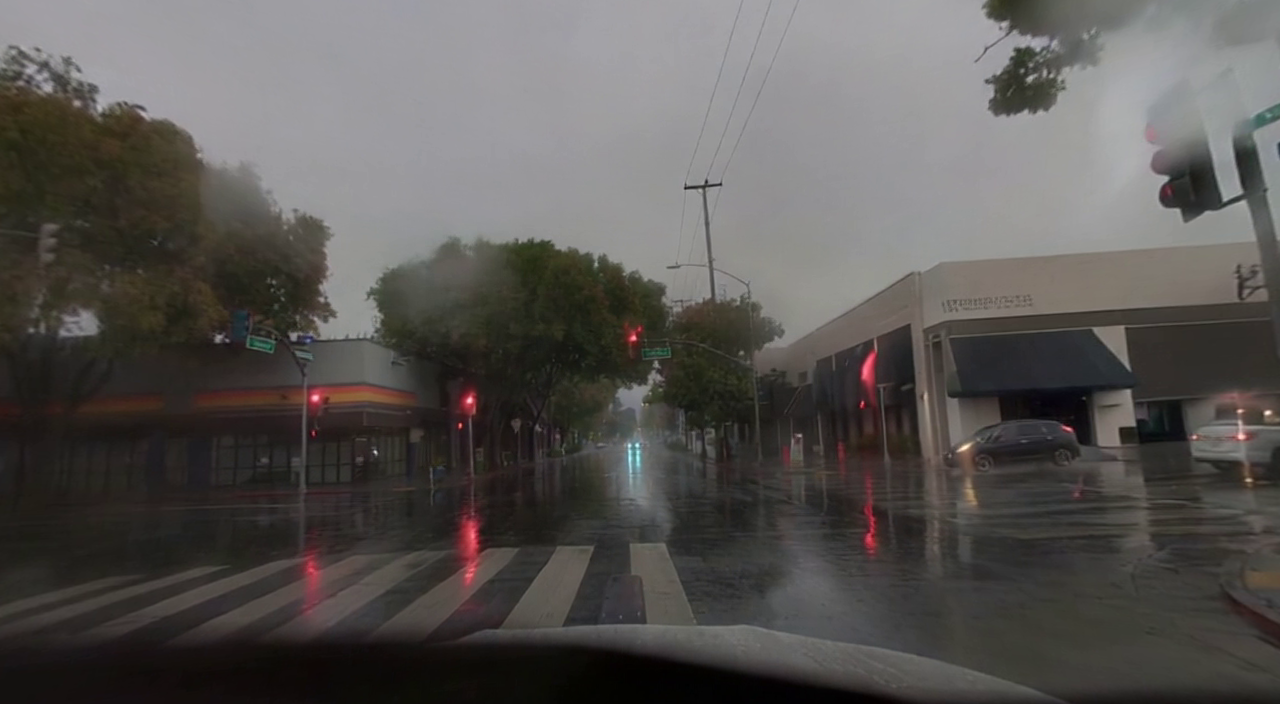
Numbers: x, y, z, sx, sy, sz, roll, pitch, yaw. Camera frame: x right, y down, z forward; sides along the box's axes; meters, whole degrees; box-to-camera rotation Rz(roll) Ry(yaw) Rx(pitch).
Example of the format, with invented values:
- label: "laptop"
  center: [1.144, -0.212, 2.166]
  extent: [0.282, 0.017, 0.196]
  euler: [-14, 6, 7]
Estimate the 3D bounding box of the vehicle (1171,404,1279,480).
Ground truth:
- label: "vehicle"
  center: [14.443, 1.908, 13.381]
  extent: [4.632, 1.484, 1.907]
  euler: [0, -8, -1]
